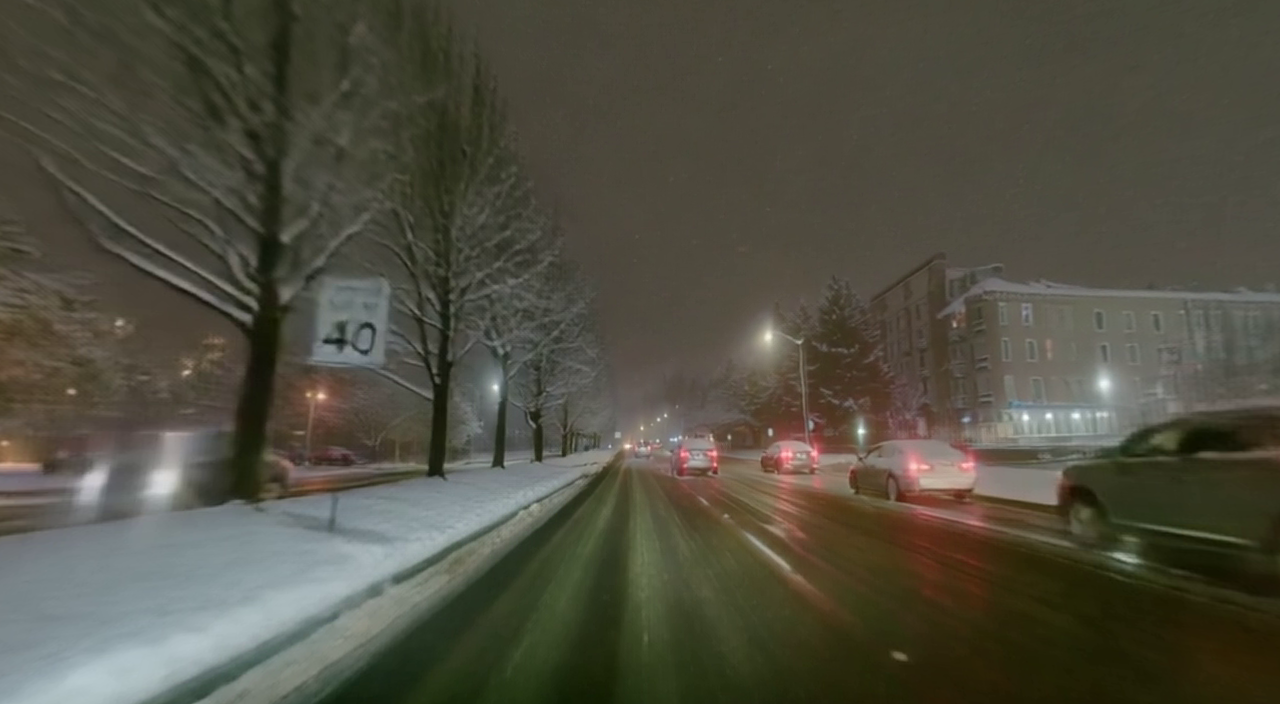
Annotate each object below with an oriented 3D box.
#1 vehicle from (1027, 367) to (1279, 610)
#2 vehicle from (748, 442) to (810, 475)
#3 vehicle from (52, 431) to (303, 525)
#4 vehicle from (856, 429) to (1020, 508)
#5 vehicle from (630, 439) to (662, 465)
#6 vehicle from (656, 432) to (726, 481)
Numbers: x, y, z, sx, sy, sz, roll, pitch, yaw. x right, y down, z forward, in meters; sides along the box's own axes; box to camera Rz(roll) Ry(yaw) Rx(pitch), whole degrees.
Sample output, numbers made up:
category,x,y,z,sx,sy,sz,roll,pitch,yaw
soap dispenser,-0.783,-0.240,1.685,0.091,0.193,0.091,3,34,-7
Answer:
category,x,y,z,sx,sy,sz,roll,pitch,yaw
vehicle,6.772,1.403,6.831,2.382,2.108,4.182,1,-9,-2
vehicle,6.905,5.318,31.853,2.029,1.548,4.422,0,-8,-1
vehicle,-9.696,2.646,13.877,1.999,1.711,4.541,0,-8,1
vehicle,7.253,2.866,15.955,2.025,1.719,4.161,0,-8,-1
vehicle,0.429,6.976,44.065,2.132,1.693,3.819,0,-8,1
vehicle,1.931,4.180,25.502,2.227,1.794,4.457,0,-8,-3
